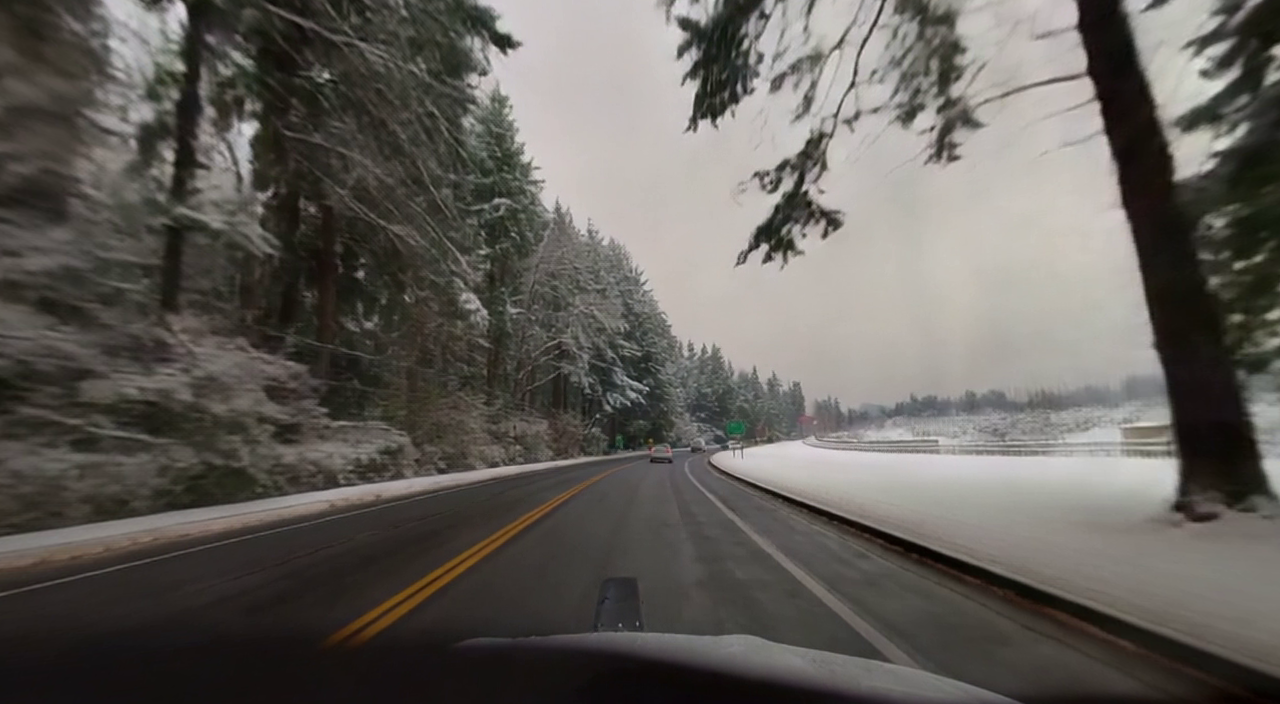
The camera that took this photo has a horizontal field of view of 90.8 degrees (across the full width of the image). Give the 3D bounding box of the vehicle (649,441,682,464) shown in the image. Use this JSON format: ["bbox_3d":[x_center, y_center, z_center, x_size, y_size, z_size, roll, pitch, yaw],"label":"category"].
[{"bbox_3d":[1.798,6.847,42.985,2.071,1.474,4.047,-1,-8,5],"label":"vehicle"}]
